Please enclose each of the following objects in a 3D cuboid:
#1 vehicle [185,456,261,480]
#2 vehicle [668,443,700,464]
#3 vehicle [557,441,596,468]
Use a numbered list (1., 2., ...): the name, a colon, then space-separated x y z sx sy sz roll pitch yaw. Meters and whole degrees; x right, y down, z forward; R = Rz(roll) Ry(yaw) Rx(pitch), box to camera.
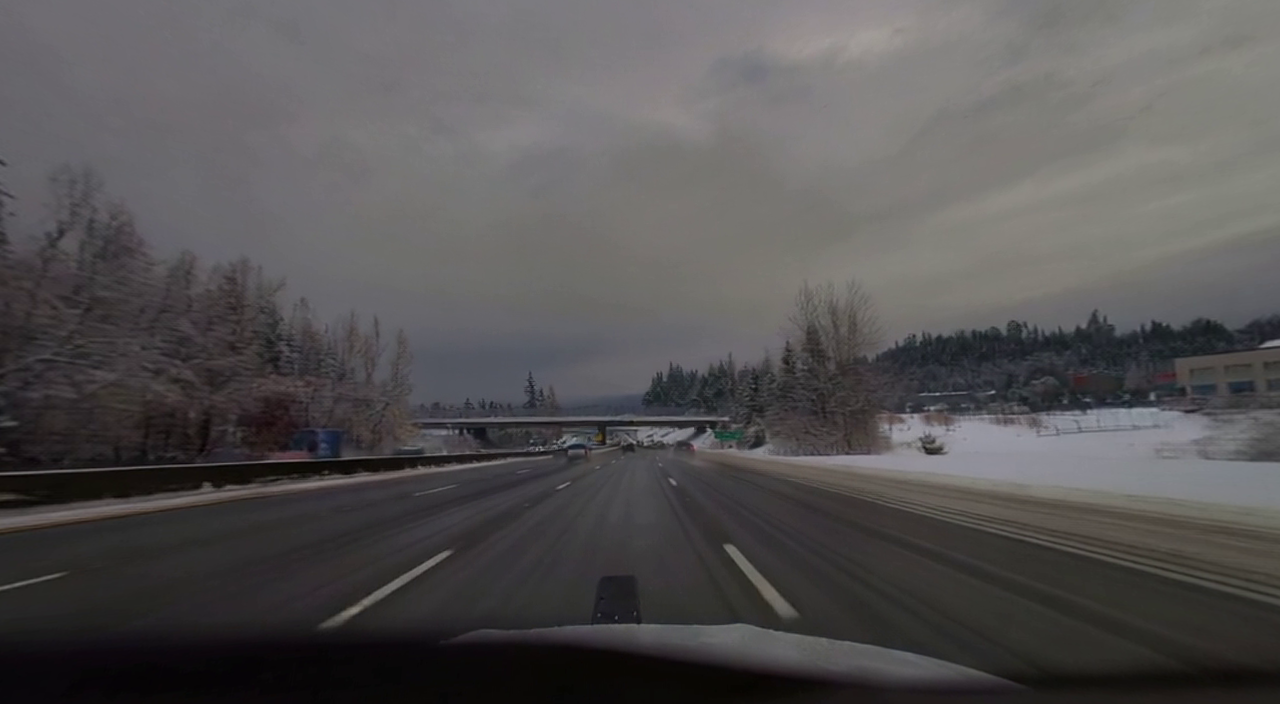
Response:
1. vehicle: -27.684 7.691 42.165 1.841 1.457 4.742 0 -8 0
2. vehicle: 3.154 7.404 46.194 1.967 1.475 4.080 0 -8 -2
3. vehicle: -4.291 7.009 43.416 2.179 1.693 4.204 0 -8 1
